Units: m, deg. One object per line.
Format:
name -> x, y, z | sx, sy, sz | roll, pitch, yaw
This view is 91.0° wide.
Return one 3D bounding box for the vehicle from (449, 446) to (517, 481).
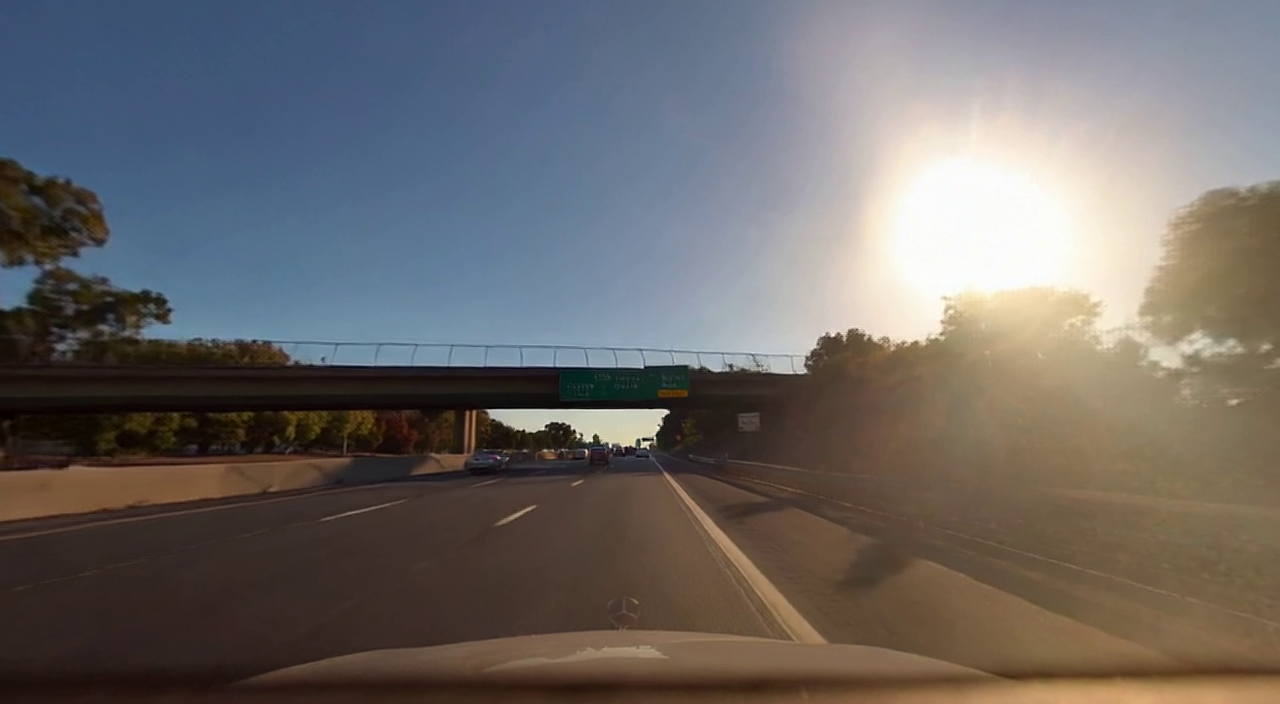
vehicle -> -7.401, 5.309, 30.216 | 2.002, 1.507, 4.631 | 0, -9, 1
